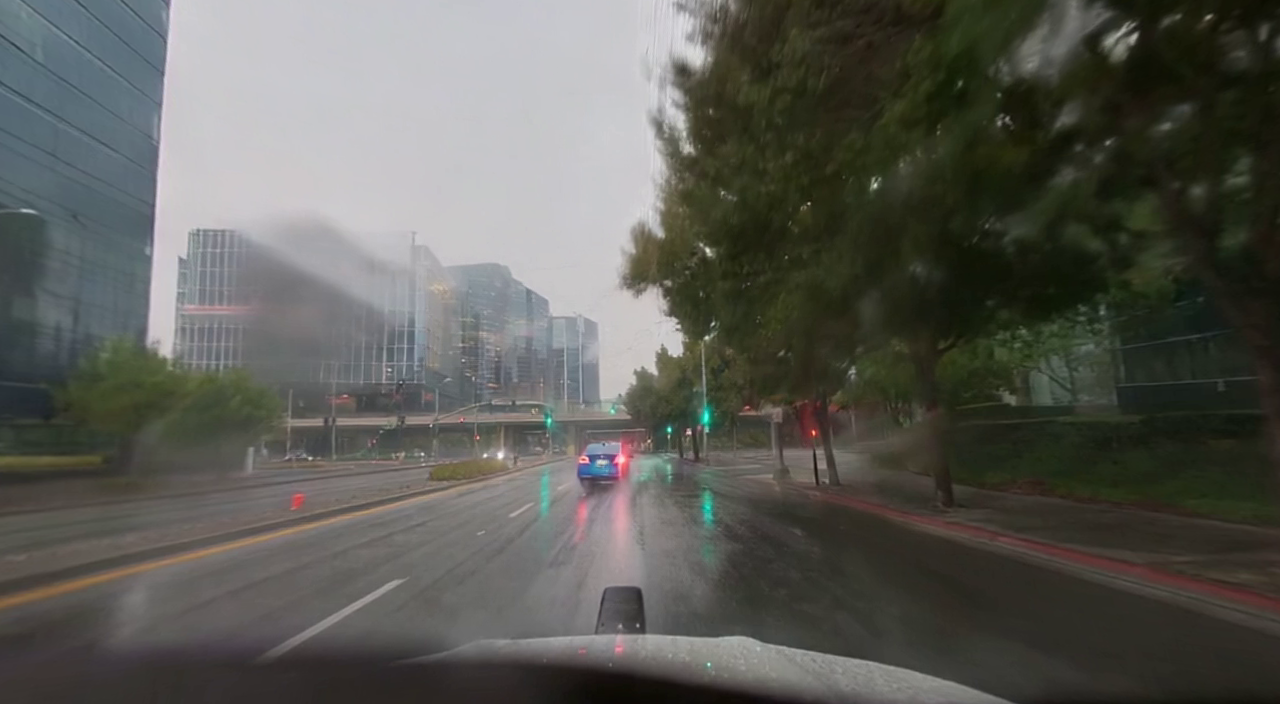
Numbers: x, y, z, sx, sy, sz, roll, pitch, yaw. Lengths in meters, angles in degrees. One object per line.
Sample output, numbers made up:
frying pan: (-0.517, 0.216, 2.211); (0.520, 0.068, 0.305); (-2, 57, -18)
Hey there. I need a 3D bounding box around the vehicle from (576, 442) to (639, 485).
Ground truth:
vehicle: (-1.175, 4.193, 24.134); (2.154, 1.465, 4.532); (0, -9, -1)
